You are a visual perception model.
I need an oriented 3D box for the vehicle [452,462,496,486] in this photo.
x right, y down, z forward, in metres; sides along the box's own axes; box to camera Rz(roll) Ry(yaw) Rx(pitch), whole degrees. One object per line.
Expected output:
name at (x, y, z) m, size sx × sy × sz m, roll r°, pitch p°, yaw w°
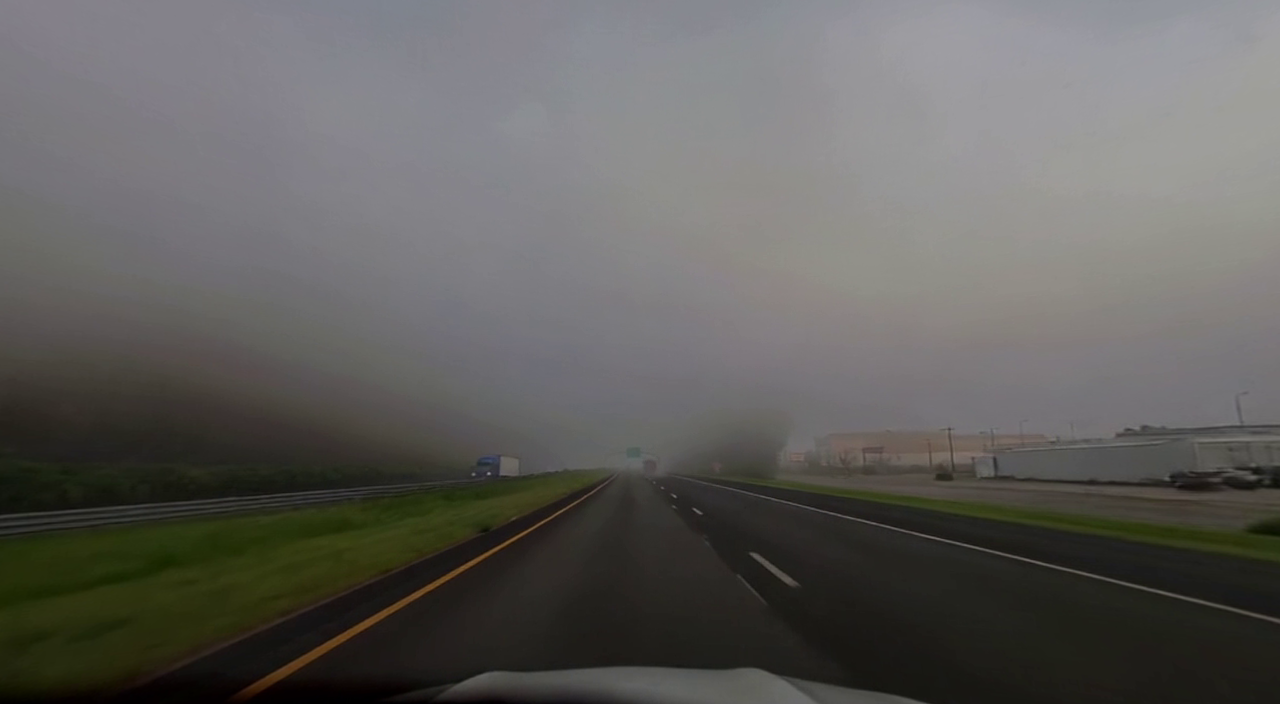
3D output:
vehicle at (-11.479, 8.458, 43.906) m, size 1.908 × 1.534 × 4.313 m, roll 1°, pitch -10°, yaw -1°
